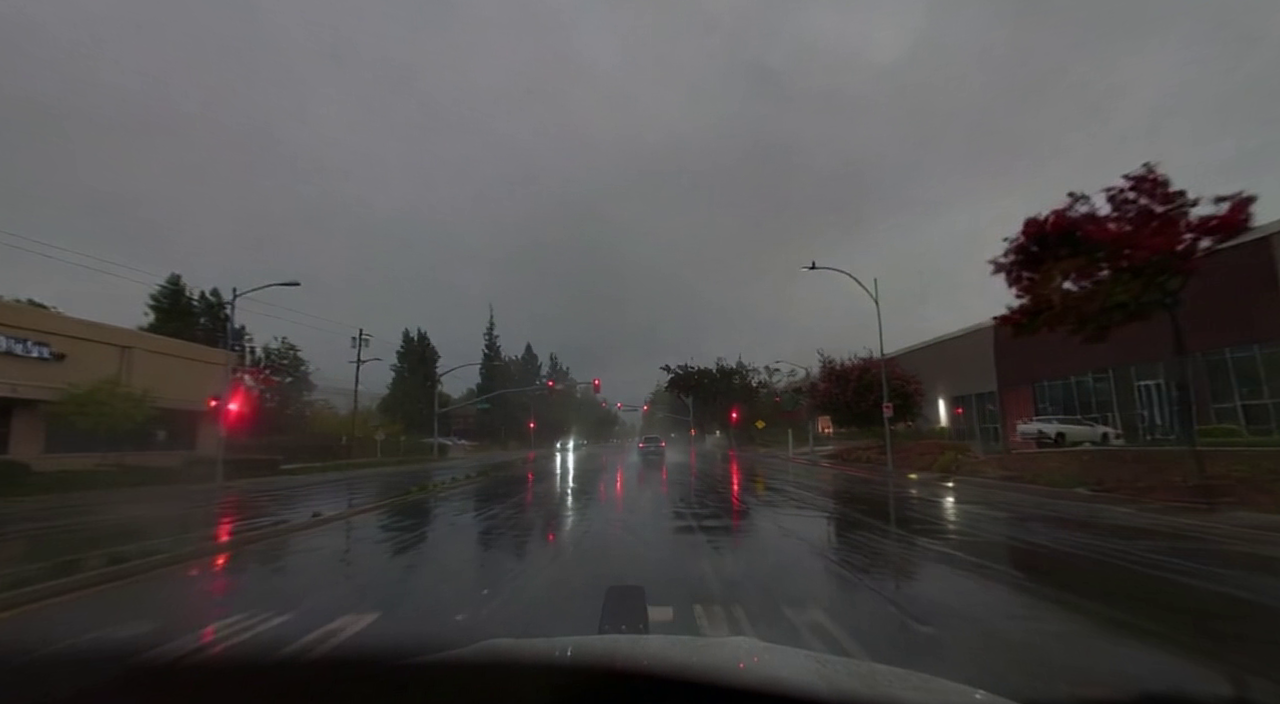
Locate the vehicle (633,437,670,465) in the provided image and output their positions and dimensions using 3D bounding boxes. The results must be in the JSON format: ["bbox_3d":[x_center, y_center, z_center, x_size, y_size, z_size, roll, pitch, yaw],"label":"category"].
[{"bbox_3d":[0.598,5.726,36.634,2.028,1.478,4.545,0,-8,-1],"label":"vehicle"}]

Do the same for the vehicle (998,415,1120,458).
[{"bbox_3d":[23.667,4.887,36.133,2.647,2.185,6.556,-1,-8,2],"label":"vehicle"}]
